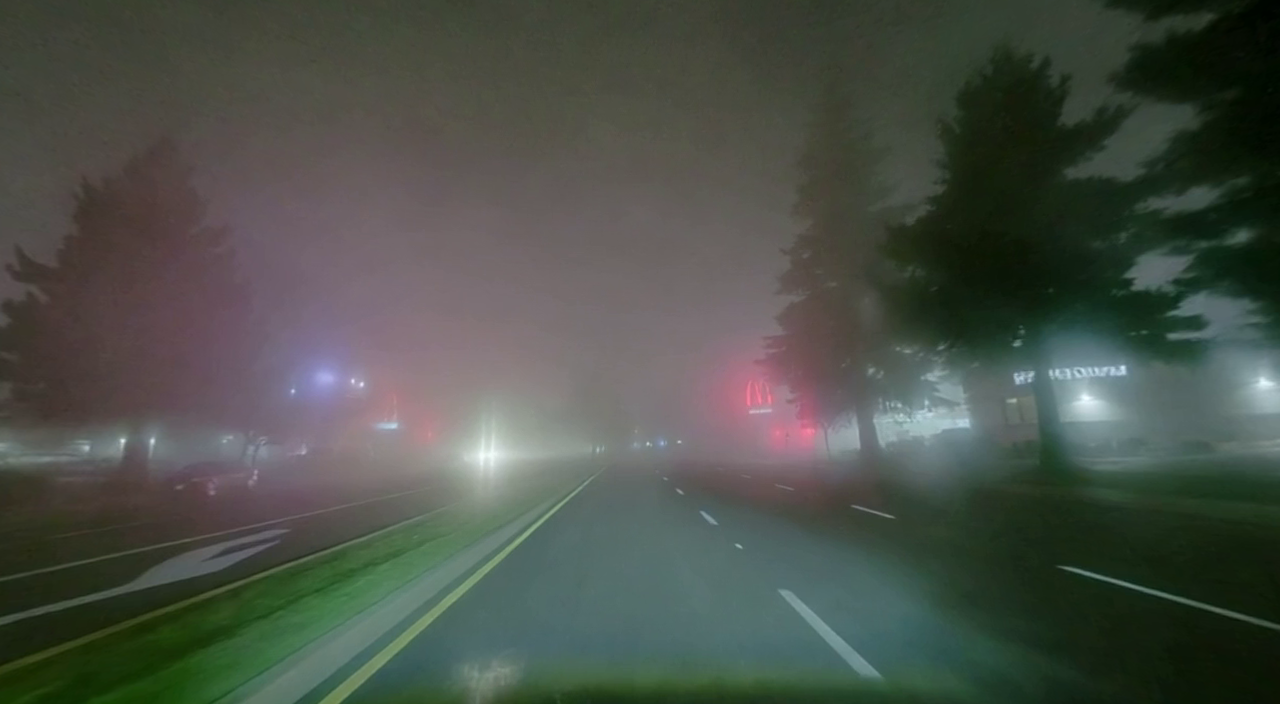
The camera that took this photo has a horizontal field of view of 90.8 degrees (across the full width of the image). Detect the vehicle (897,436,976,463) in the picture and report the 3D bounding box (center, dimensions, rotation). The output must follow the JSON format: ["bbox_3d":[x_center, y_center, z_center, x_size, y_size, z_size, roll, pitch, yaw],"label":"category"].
[{"bbox_3d":[20.989,6.936,45.159,2.480,1.766,6.529,0,-8,0],"label":"vehicle"}]

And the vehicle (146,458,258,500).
[{"bbox_3d":[-19.070,5.506,27.791,1.831,1.528,4.605,-1,-8,-3],"label":"vehicle"}]
